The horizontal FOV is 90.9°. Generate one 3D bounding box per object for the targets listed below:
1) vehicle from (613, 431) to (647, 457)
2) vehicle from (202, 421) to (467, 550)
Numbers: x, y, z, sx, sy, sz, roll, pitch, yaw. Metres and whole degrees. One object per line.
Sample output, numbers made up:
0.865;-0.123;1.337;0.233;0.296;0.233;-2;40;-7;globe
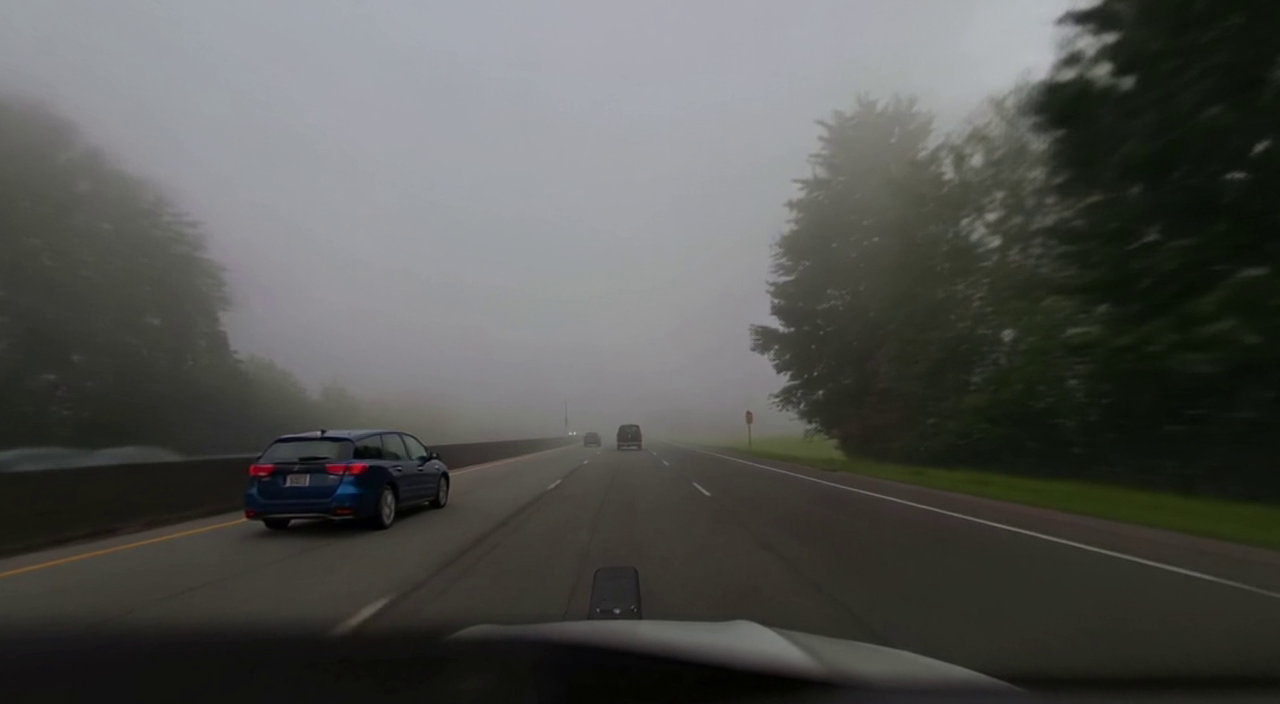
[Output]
-0.677;6.184;42.497;2.162;1.616;4.242;0;-8;0;vehicle
-4.134;1.833;9.441;1.931;1.483;4.105;0;-8;-1;vehicle
